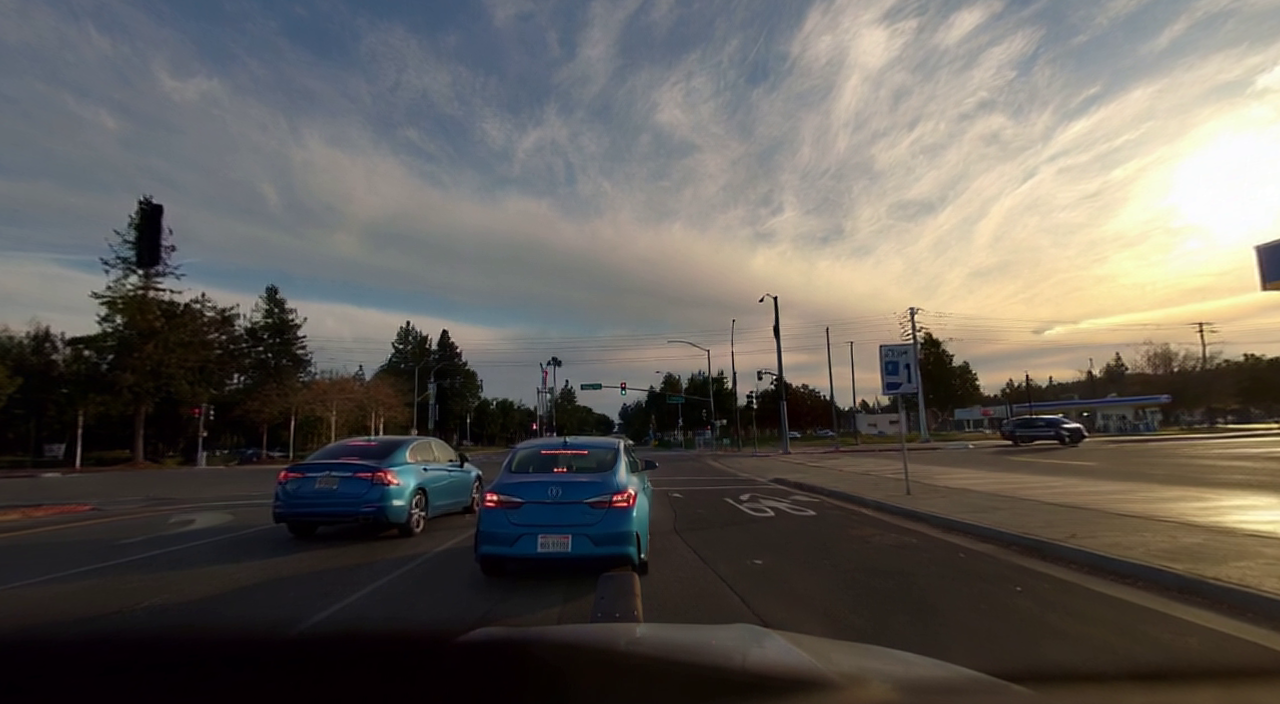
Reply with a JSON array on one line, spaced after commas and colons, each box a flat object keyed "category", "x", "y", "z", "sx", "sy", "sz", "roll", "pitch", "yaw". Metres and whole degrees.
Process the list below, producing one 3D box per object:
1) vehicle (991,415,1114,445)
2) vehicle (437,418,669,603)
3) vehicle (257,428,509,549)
[{"category": "vehicle", "x": 21.181, "y": 4.050, "z": 32.580, "sx": 4.874, "sy": 1.502, "sz": 2.048, "roll": 0, "pitch": -8, "yaw": 0}, {"category": "vehicle", "x": -0.645, "y": 1.635, "z": 7.493, "sx": 1.916, "sy": 1.510, "sz": 4.447, "roll": 0, "pitch": -8, "yaw": 2}, {"category": "vehicle", "x": -3.752, "y": 2.081, "z": 10.405, "sx": 1.995, "sy": 1.506, "sz": 4.773, "roll": 0, "pitch": -8, "yaw": 2}]
